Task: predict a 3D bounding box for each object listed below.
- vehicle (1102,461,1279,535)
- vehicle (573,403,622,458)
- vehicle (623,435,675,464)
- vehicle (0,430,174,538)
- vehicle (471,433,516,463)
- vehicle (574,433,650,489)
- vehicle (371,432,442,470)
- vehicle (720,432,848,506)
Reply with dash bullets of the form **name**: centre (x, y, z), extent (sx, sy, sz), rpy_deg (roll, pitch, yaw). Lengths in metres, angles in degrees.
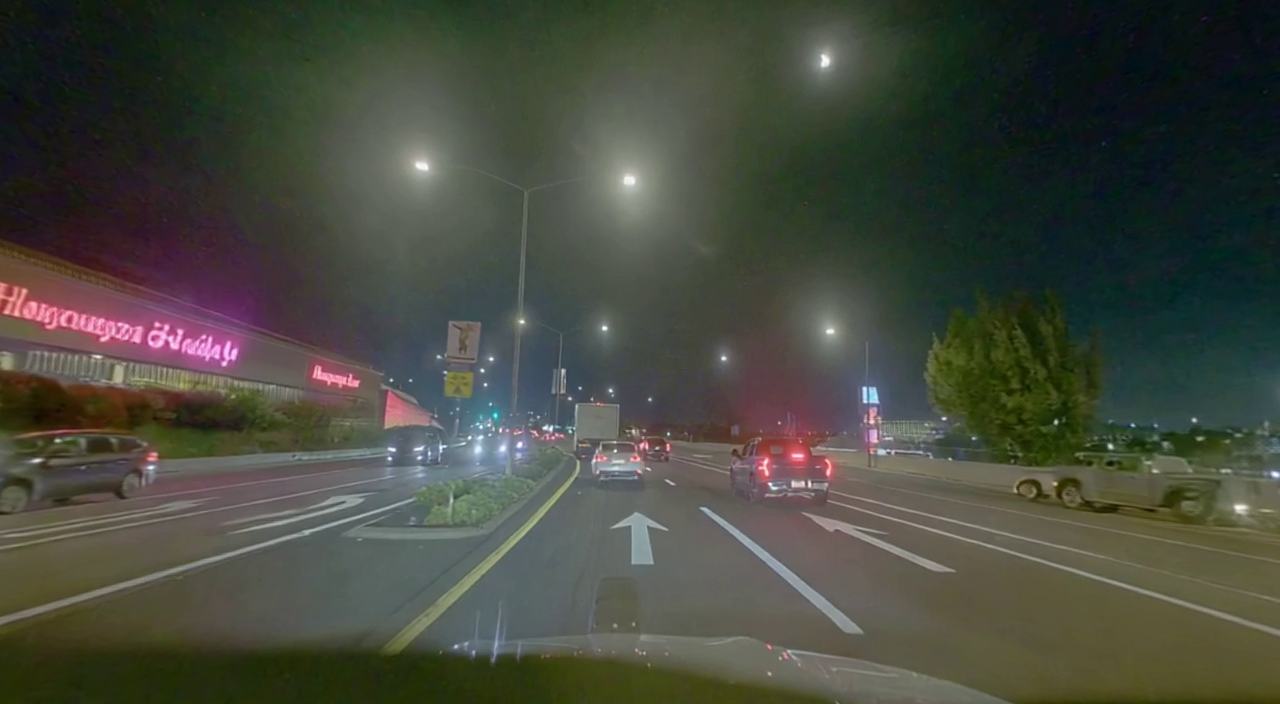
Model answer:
- **vehicle**: centre (12.956, 3.173, 13.939), extent (3.843, 1.402, 1.926), rpy_deg (-1, -8, 6)
- **vehicle**: centre (-3.103, 5.565, 44.317), extent (2.917, 3.482, 6.946), rpy_deg (1, -8, -7)
- **vehicle**: centre (0.439, 5.262, 34.217), extent (2.056, 1.472, 3.870), rpy_deg (2, -8, -11)
- **vehicle**: centre (-9.875, 2.034, 10.199), extent (1.797, 1.503, 3.784), rpy_deg (0, -8, -1)
- **vehicle**: centre (-8.471, 5.552, 36.721), extent (1.966, 1.616, 4.038), rpy_deg (1, -8, -6)
- **vehicle**: centre (-0.838, 3.124, 18.417), extent (1.991, 1.472, 3.518), rpy_deg (1, -8, -3)
- **vehicle**: centre (-11.075, 4.703, 30.222), extent (2.091, 1.642, 4.299), rpy_deg (1, -8, -5)
- **vehicle**: centre (3.196, 2.654, 14.841), extent (1.889, 1.480, 3.876), rpy_deg (1, -8, -4)
